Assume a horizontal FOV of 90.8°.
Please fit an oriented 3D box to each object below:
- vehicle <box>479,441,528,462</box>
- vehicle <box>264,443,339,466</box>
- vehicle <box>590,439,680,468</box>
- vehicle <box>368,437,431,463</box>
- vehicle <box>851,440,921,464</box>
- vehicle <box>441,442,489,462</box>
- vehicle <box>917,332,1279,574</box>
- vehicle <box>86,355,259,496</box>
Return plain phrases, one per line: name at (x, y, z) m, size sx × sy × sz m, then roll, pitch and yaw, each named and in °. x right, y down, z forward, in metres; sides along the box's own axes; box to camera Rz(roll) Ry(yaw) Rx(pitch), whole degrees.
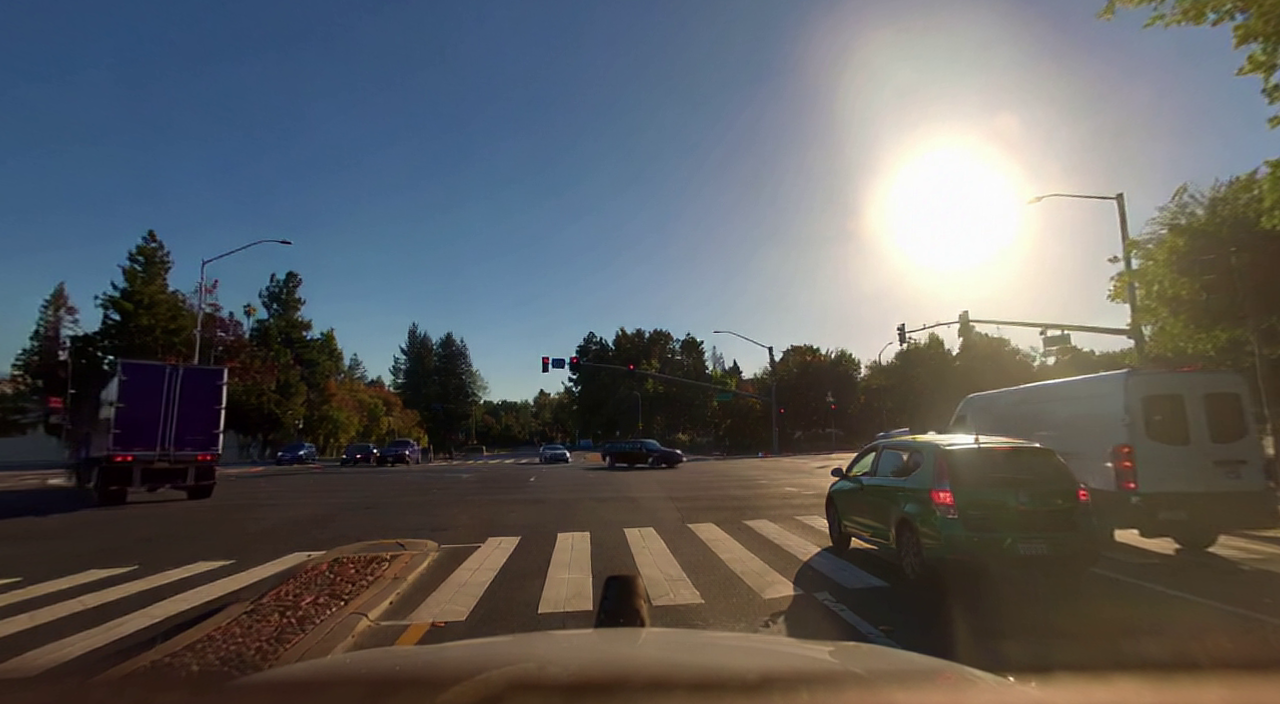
vehicle at (-10.150, 7.465, 47.400) m, size 2.097 × 1.484 × 4.596 m, roll -1°, pitch -9°, yaw 7°
vehicle at (-21.835, 6.638, 41.005) m, size 1.859 × 1.415 × 4.591 m, roll -1°, pitch -9°, yaw 8°
vehicle at (-0.339, 5.530, 34.612) m, size 4.846 × 1.487 × 2.086 m, roll -8°, pitch -12°, yaw 42°
vehicle at (-17.385, 7.144, 45.992) m, size 2.189 × 1.753 × 4.785 m, roll -1°, pitch -9°, yaw 8°
vehicle at (16.993, 6.893, 43.627) m, size 4.524 × 1.560 × 2.052 m, roll 5°, pitch -10°, yaw -29°
vehicle at (-13.184, 7.588, 47.853) m, size 1.845 × 1.426 × 4.289 m, roll -1°, pitch -9°, yaw 8°
vehicle at (6.546, 1.425, 9.288) m, size 2.332 × 2.511 × 5.326 m, roll 0°, pitch -9°, yaw -2°
vehicle at (-13.592, 2.223, 18.126) m, size 3.112 × 3.230 × 6.726 m, roll 8°, pitch -12°, yaw -41°
